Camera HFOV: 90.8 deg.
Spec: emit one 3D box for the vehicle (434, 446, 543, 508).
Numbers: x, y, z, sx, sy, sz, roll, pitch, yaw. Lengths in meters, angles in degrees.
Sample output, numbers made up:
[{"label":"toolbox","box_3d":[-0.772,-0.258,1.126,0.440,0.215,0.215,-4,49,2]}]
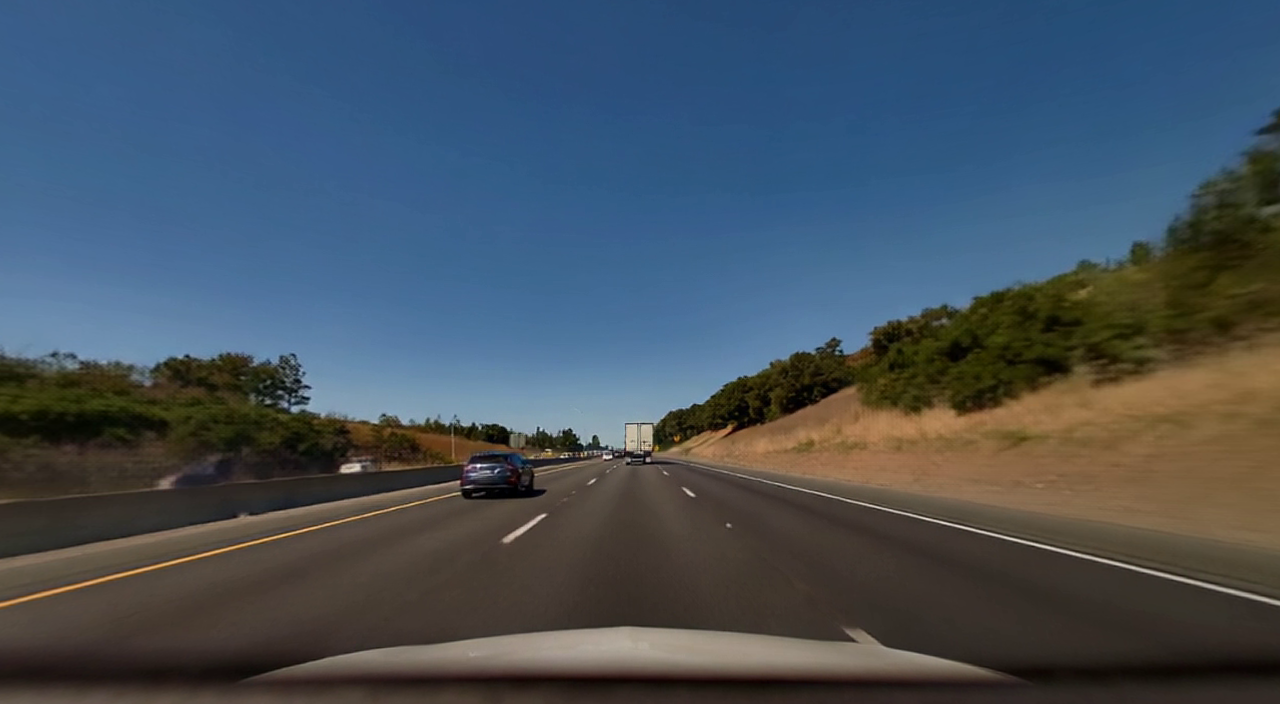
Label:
[{"label":"vehicle","box_3d":[-4.128,3.457,17.941,2.051,1.537,4.111,0,-9,1]}]
